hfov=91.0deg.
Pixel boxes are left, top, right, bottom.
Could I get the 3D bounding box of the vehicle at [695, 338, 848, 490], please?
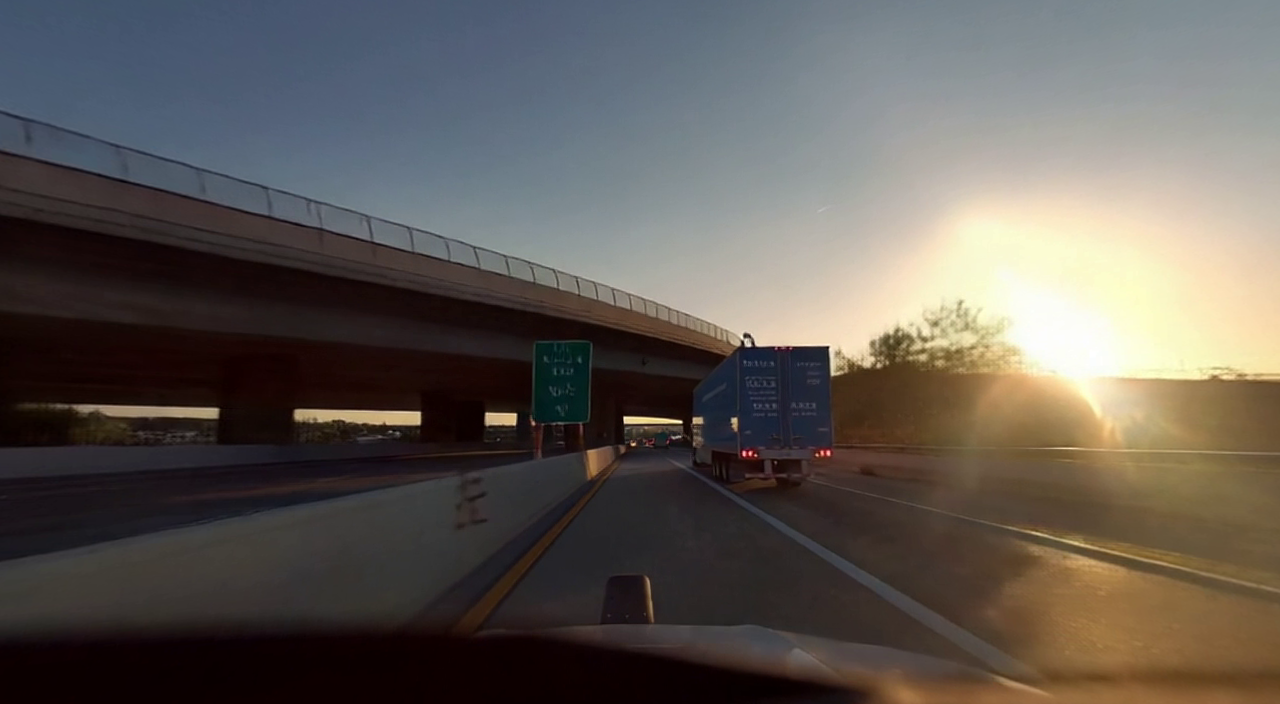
[{"bbox_3d":[4.117,2.651,23.975,3.006,4.093,14.142,0,-8,1],"label":"vehicle"}]
